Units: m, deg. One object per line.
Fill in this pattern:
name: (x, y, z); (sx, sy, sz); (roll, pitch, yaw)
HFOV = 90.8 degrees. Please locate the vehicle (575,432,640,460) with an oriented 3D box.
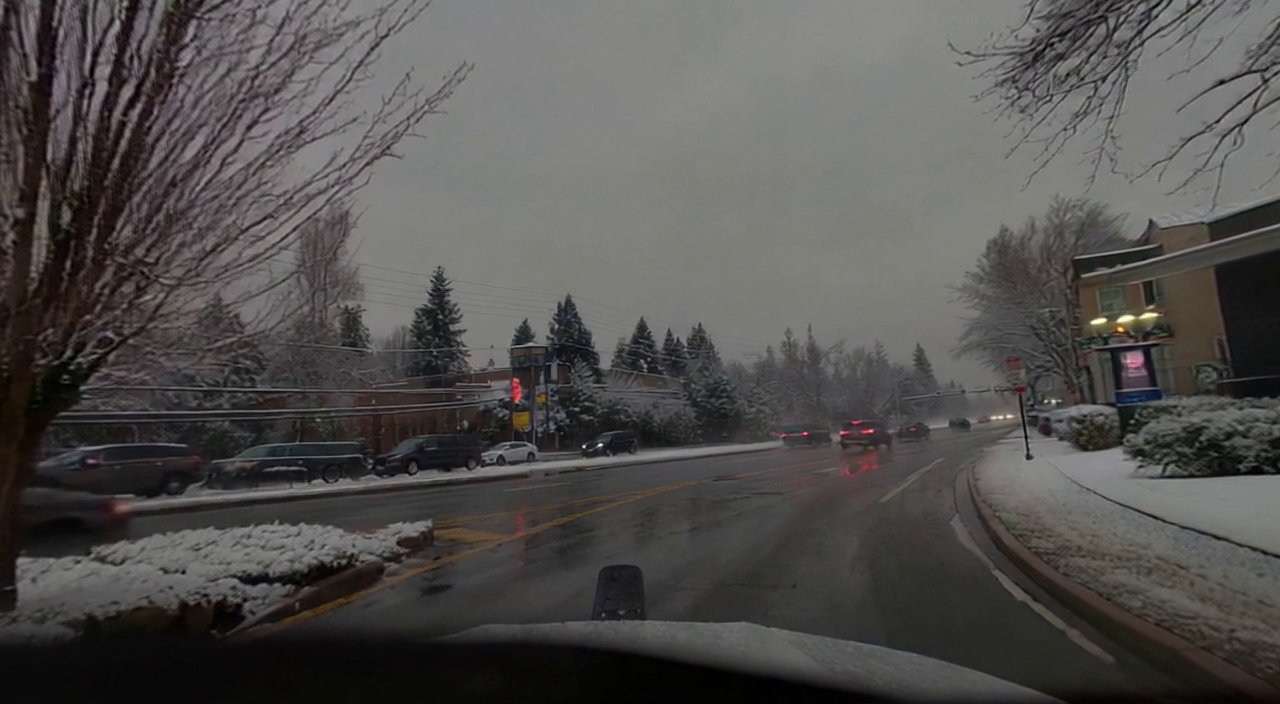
vehicle: (-2.032, 6.130, 41.496); (1.926, 1.691, 4.646); (-5, -9, 32)

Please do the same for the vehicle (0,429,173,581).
vehicle: (-7.687, 1.527, 6.230); (1.984, 1.482, 4.482); (-8, -11, 38)

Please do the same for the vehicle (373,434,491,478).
vehicle: (-9.834, 4.903, 30.229); (2.134, 1.924, 4.911); (-6, -10, 39)

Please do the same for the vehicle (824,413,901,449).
vehicle: (13.606, 4.836, 38.481); (2.517, 1.936, 4.748); (-11, -13, 43)

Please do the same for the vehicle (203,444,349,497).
vehicle: (-13.757, 4.421, 24.110); (1.904, 1.719, 4.326); (-5, -9, 35)
